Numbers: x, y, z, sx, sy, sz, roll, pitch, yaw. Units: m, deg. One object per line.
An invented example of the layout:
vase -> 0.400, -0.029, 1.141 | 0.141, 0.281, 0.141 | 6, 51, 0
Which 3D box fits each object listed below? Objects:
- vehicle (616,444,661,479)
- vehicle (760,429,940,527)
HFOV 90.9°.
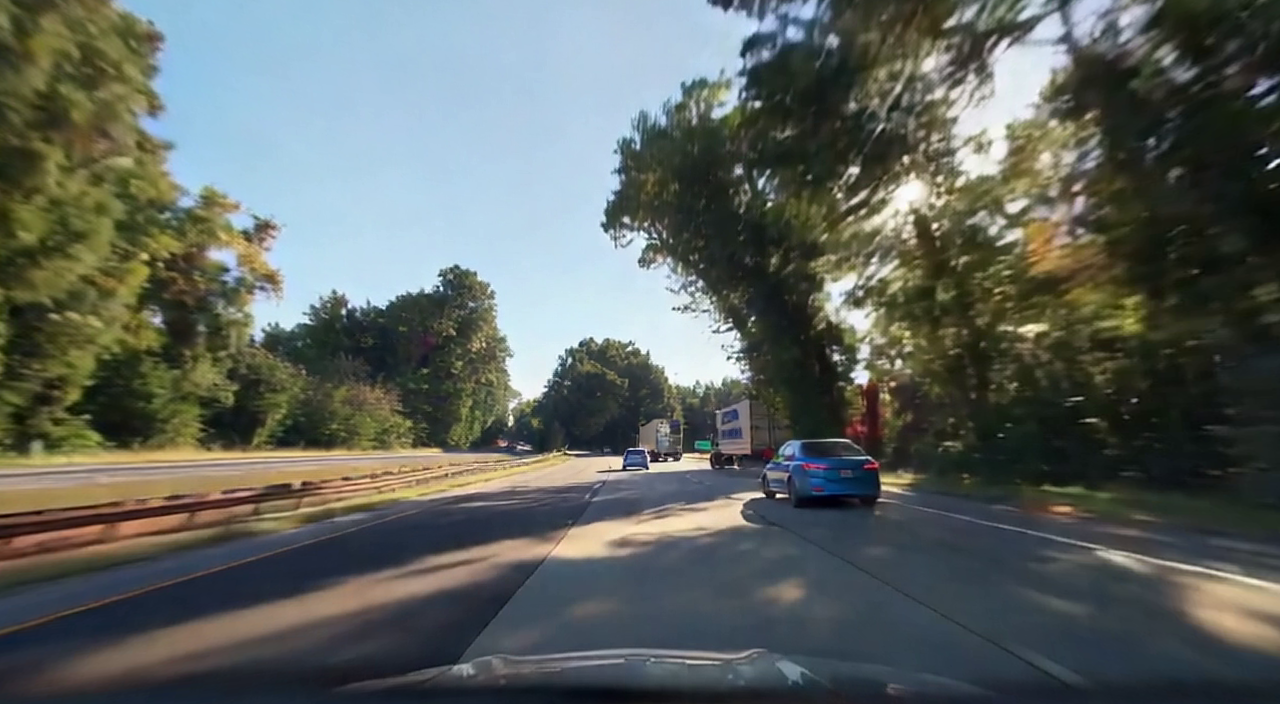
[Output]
vehicle -> -0.112, 4.996, 28.902 | 1.913, 1.460, 3.610 | 0, -9, -2
vehicle -> 3.936, 2.457, 12.819 | 1.977, 1.599, 4.605 | 0, -9, -1
